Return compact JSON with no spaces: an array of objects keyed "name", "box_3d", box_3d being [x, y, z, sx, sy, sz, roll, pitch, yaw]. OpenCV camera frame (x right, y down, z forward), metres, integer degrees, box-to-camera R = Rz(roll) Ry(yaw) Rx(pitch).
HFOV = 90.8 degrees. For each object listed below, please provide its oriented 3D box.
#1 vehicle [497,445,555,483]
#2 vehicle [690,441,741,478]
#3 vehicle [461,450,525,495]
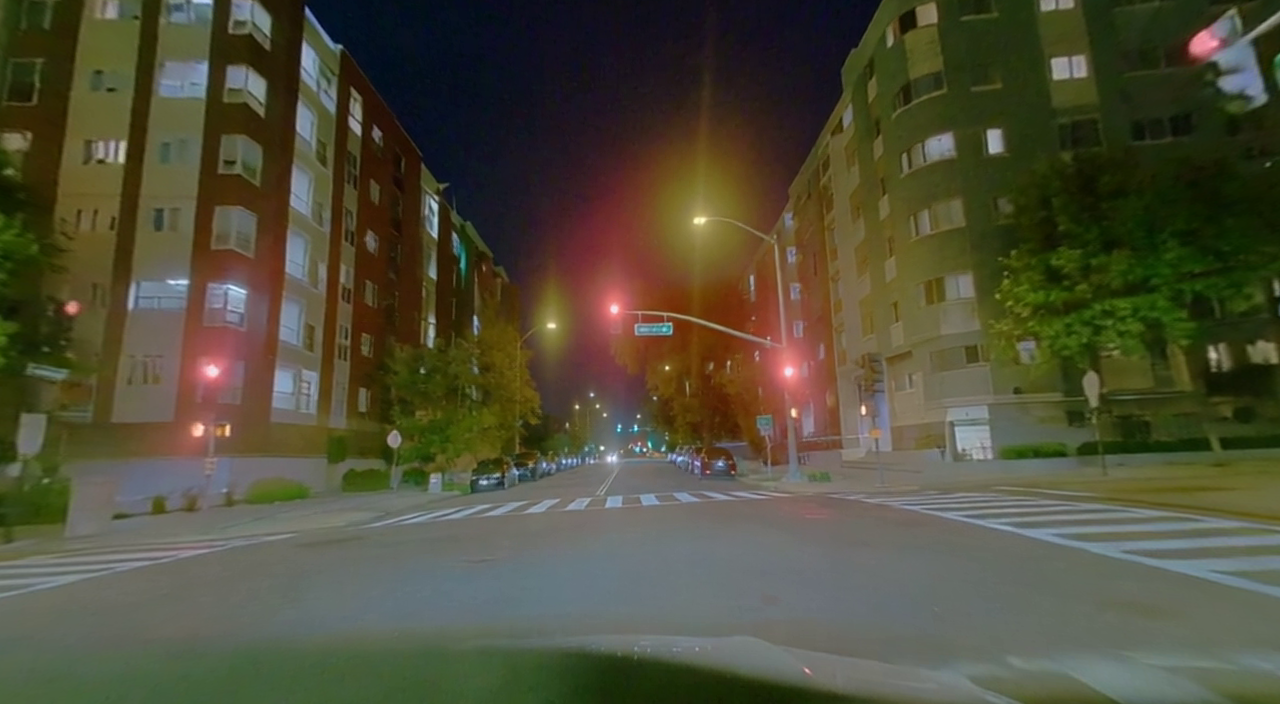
[{"name":"vehicle","box_3d":[-6.429,6.330,36.145,2.175,1.849,4.725,-5,-8,2]},{"name":"vehicle","box_3d":[3.602,5.199,30.935,1.924,1.657,4.665,0,-8,0]},{"name":"vehicle","box_3d":[-6.676,5.471,29.114,1.763,1.612,4.462,-8,-8,-2]}]
